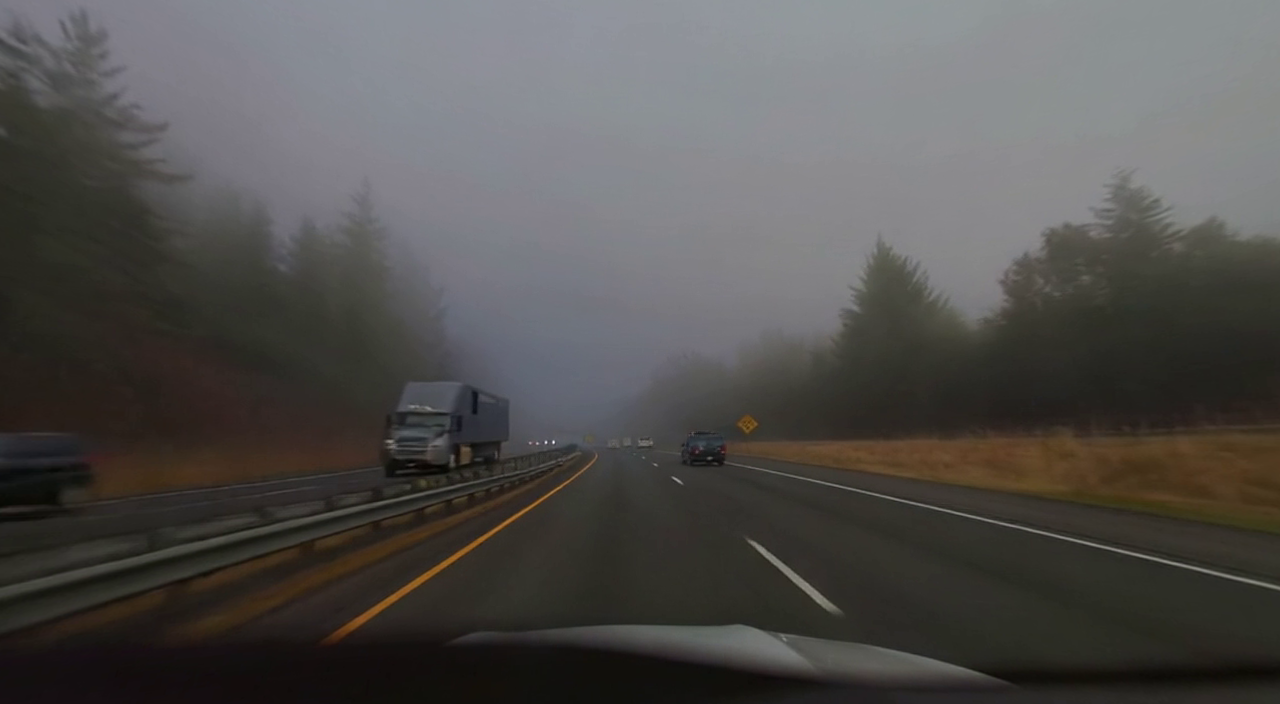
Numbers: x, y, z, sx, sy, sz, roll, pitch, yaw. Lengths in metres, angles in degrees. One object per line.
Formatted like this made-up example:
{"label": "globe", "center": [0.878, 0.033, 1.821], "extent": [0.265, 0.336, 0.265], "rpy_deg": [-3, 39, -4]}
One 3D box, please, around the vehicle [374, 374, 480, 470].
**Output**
{"label": "vehicle", "center": [-9.406, 3.236, 28.545], "extent": [3.005, 3.886, 5.711], "rpy_deg": [0, -8, -3]}

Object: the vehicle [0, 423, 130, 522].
{"label": "vehicle", "center": [-11.663, 2.199, 11.768], "extent": [1.738, 1.644, 2.951], "rpy_deg": [0, -8, -2]}

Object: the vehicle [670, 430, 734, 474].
{"label": "vehicle", "center": [2.515, 4.162, 26.396], "extent": [2.043, 1.673, 4.016], "rpy_deg": [0, -8, -3]}
